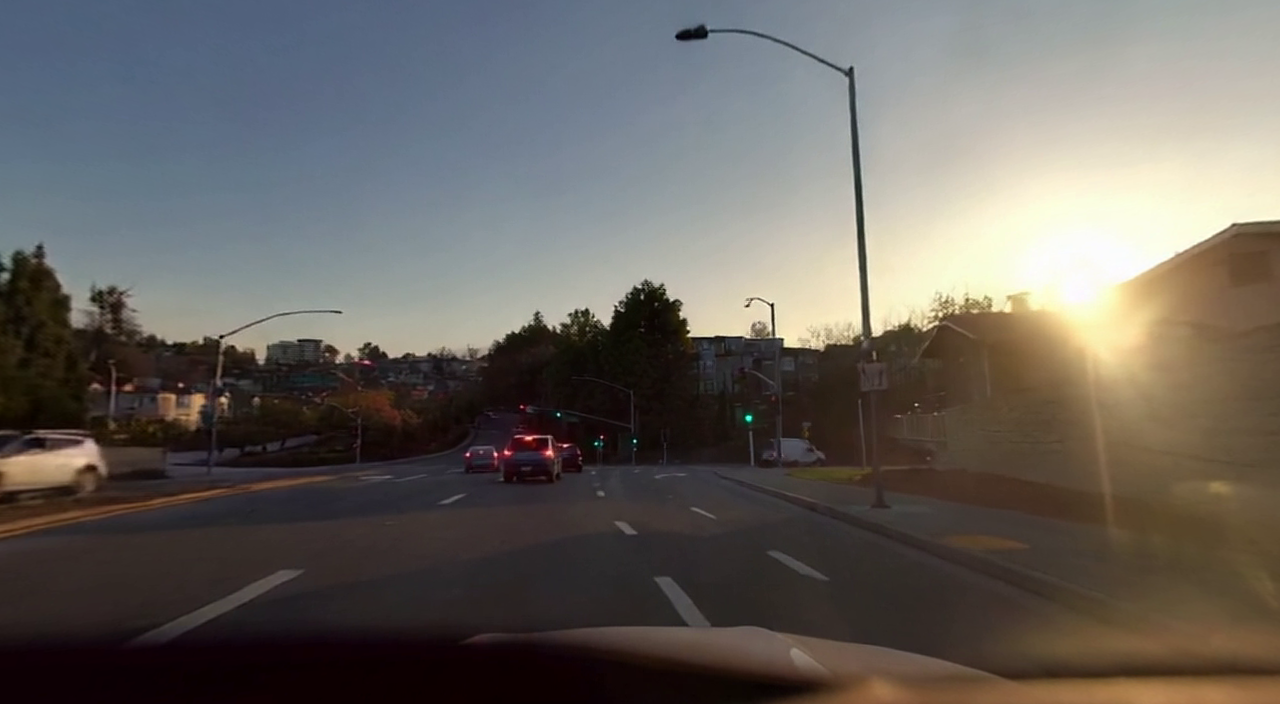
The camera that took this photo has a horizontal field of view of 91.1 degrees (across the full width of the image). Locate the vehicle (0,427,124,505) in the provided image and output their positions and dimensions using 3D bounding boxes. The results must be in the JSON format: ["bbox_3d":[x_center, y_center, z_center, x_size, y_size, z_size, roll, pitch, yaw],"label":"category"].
[{"bbox_3d":[-16.192,2.886,16.114,2.086,1.797,4.749,1,-9,-5],"label":"vehicle"}]

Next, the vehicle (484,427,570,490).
[{"bbox_3d":[-3.570,3.453,20.678,2.152,1.822,4.391,0,-9,-2],"label":"vehicle"}]

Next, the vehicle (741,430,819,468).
[{"bbox_3d":[11.168,7.677,49.847,6.269,2.785,2.334,6,-10,-34],"label":"vehicle"}]
